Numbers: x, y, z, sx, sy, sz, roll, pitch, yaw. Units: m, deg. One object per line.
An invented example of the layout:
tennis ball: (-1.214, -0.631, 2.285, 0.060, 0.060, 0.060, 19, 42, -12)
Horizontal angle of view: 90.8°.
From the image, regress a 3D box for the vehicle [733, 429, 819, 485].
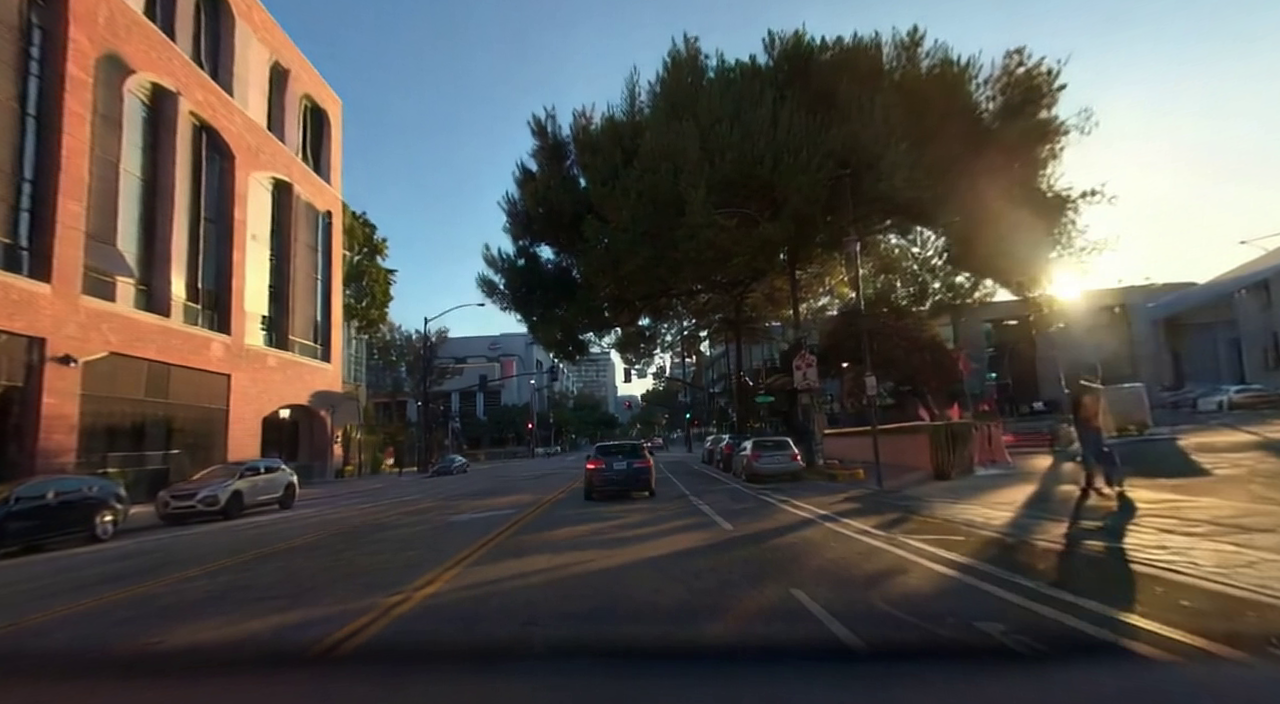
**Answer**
vehicle: (4.524, 3.569, 21.793, 1.924, 1.645, 4.528, -1, -8, 0)

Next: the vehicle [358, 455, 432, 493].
vehicle: (-12.141, 6.036, 31.577, 1.968, 1.469, 4.523, -3, -8, -1)

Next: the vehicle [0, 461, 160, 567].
vehicle: (-12.081, 3.179, 12.341, 1.945, 1.712, 4.648, -7, -8, -2)

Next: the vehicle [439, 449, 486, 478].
vehicle: (-12.165, 7.606, 43.536, 1.939, 1.668, 4.554, -6, -8, -1)

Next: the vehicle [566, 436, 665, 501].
vehicle: (-0.591, 2.979, 16.575, 2.269, 1.479, 3.980, 0, -8, -1)

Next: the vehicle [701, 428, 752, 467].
vehicle: (4.618, 5.200, 34.515, 1.972, 1.822, 4.889, -3, -8, -1)

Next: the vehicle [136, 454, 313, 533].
vehicle: (-11.884, 4.014, 18.623, 2.090, 1.784, 4.832, -4, -8, -2)
